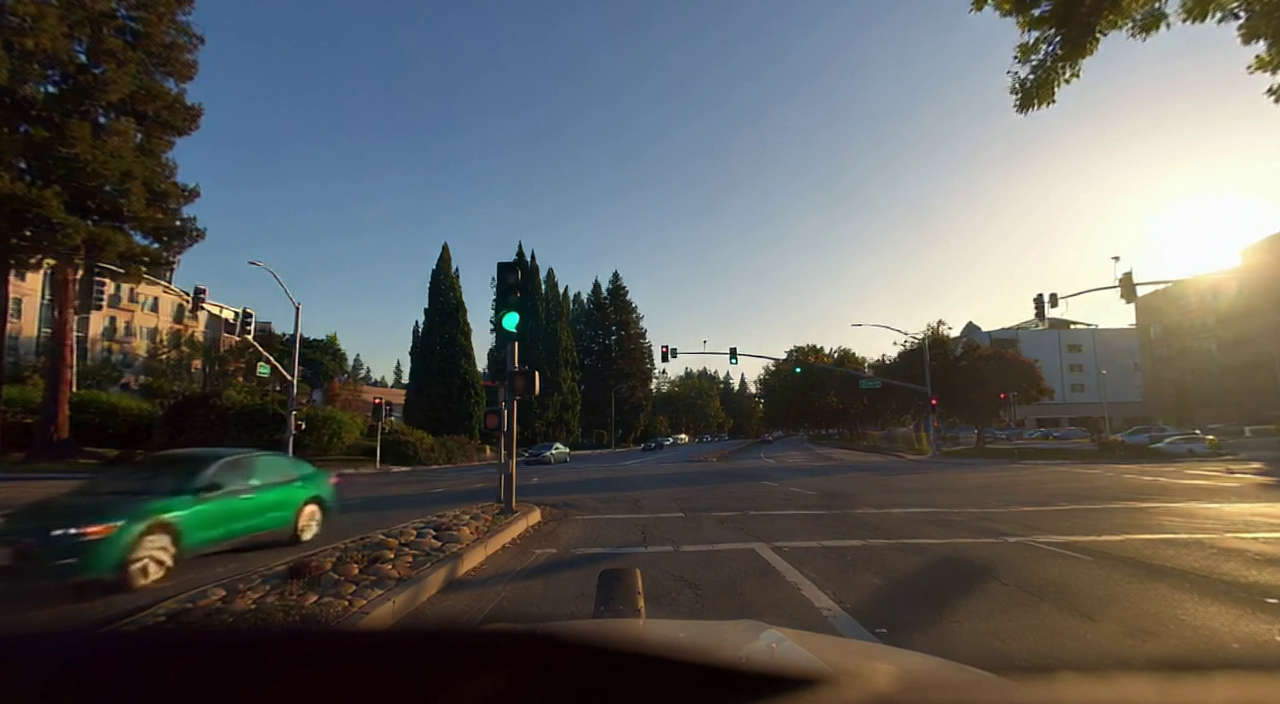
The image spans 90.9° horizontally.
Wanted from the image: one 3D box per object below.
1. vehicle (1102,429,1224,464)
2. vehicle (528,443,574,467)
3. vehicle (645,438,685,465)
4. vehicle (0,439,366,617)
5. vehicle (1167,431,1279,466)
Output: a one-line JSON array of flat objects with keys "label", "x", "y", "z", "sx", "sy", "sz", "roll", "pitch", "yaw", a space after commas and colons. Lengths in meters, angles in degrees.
[{"label": "vehicle", "x": 25.930, "y": 4.678, "z": 31.344, "sx": 4.441, "sy": 1.674, "sz": 2.035, "roll": 1, "pitch": -8, "yaw": -8}, {"label": "vehicle", "x": -5.716, "y": 6.638, "z": 40.832, "sx": 1.877, "sy": 1.481, "sz": 3.853, "roll": -2, "pitch": -8, "yaw": 9}, {"label": "vehicle", "x": 1.753, "y": 6.773, "z": 43.257, "sx": 2.197, "sy": 1.739, "sz": 4.177, "roll": -2, "pitch": -8, "yaw": 10}, {"label": "vehicle", "x": -5.427, "y": 1.821, "z": 7.673, "sx": 2.016, "sy": 1.474, "sz": 4.634, "roll": 0, "pitch": -8, "yaw": 1}, {"label": "vehicle", "x": 26.314, "y": 4.243, "z": 27.869, "sx": 4.644, "sy": 1.470, "sz": 1.922, "roll": 1, "pitch": -8, "yaw": -10}]
